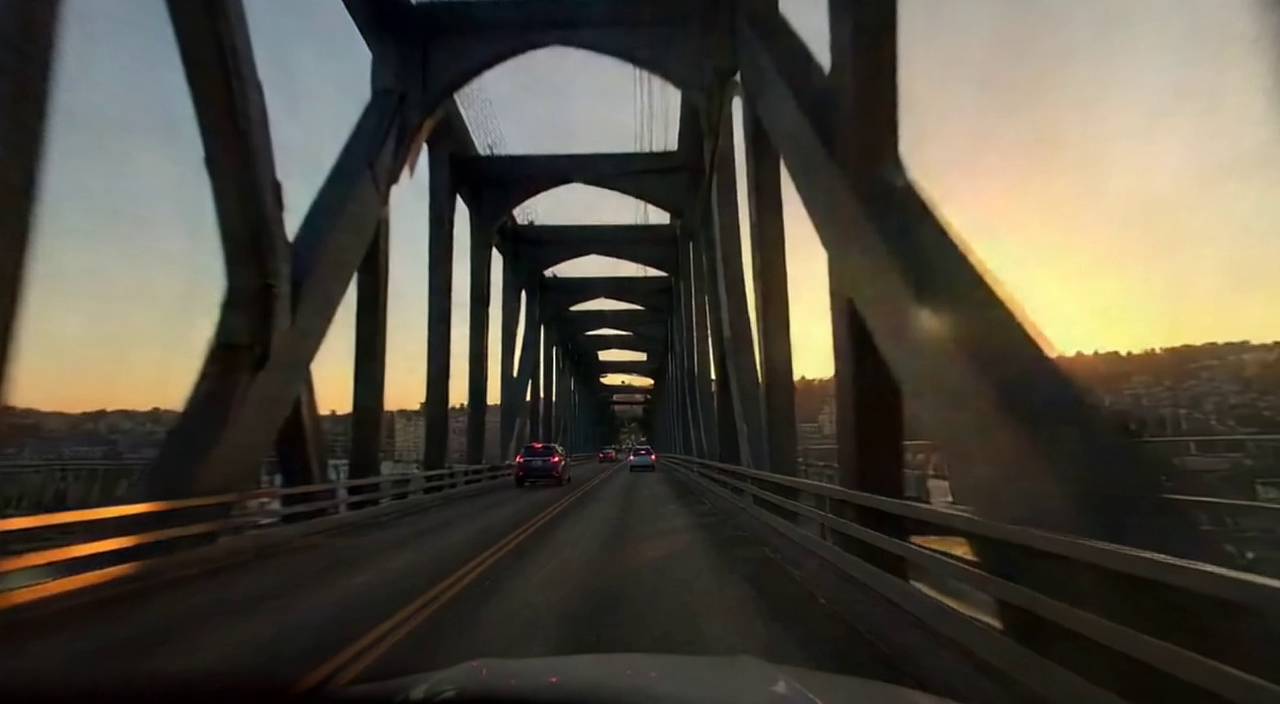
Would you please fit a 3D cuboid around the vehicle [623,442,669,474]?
[{"bbox_3d":[0.285,5.106,30.605,2.048,1.450,3.973,0,-8,0],"label":"vehicle"}]

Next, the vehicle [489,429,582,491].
[{"bbox_3d":[-3.324,3.565,21.097,2.190,1.807,4.741,0,-9,1],"label":"vehicle"}]
